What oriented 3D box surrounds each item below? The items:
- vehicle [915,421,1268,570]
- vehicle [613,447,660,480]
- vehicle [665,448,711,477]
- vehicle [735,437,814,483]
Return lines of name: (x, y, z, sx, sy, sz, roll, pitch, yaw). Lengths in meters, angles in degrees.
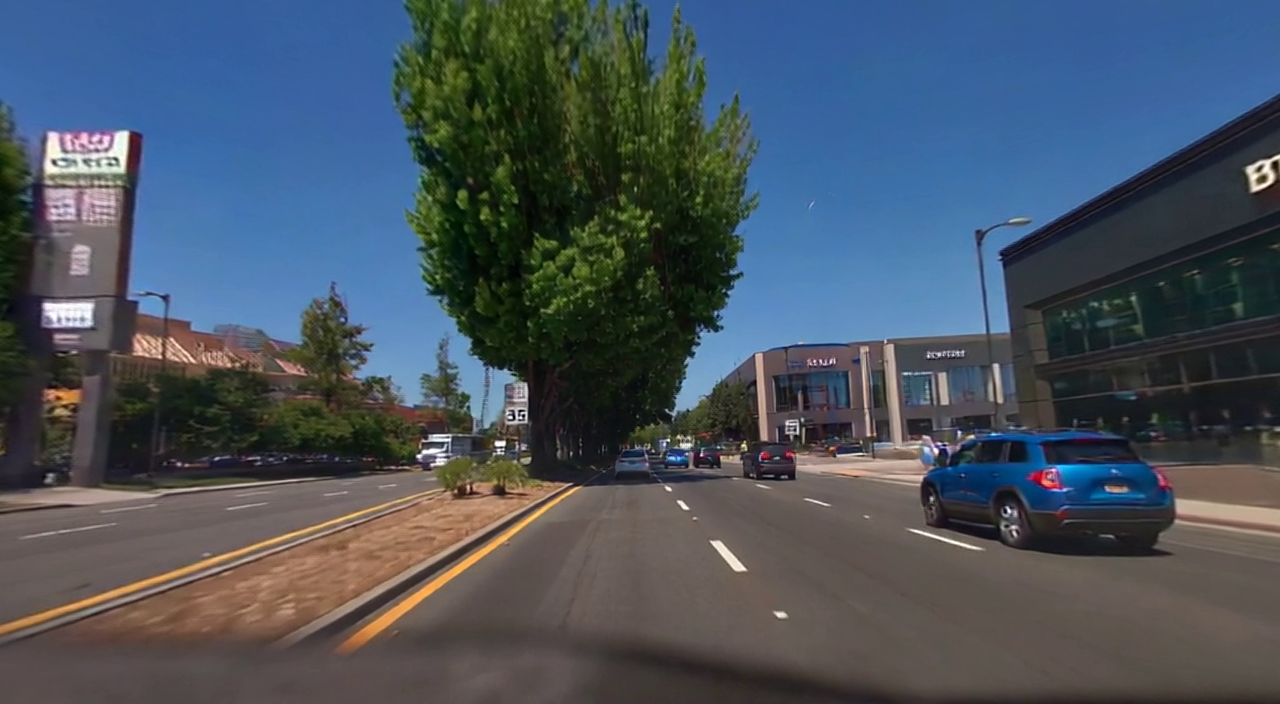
vehicle: (5.981, 1.922, 9.230, 1.949, 1.647, 4.261, 0, -9, 0)
vehicle: (-0.176, 5.137, 29.409, 2.056, 1.440, 3.798, 0, -9, -1)
vehicle: (2.416, 5.646, 32.570, 1.970, 1.402, 3.756, 0, -9, -2)
vehicle: (5.645, 4.607, 27.201, 2.140, 1.811, 4.593, 0, -9, -3)
